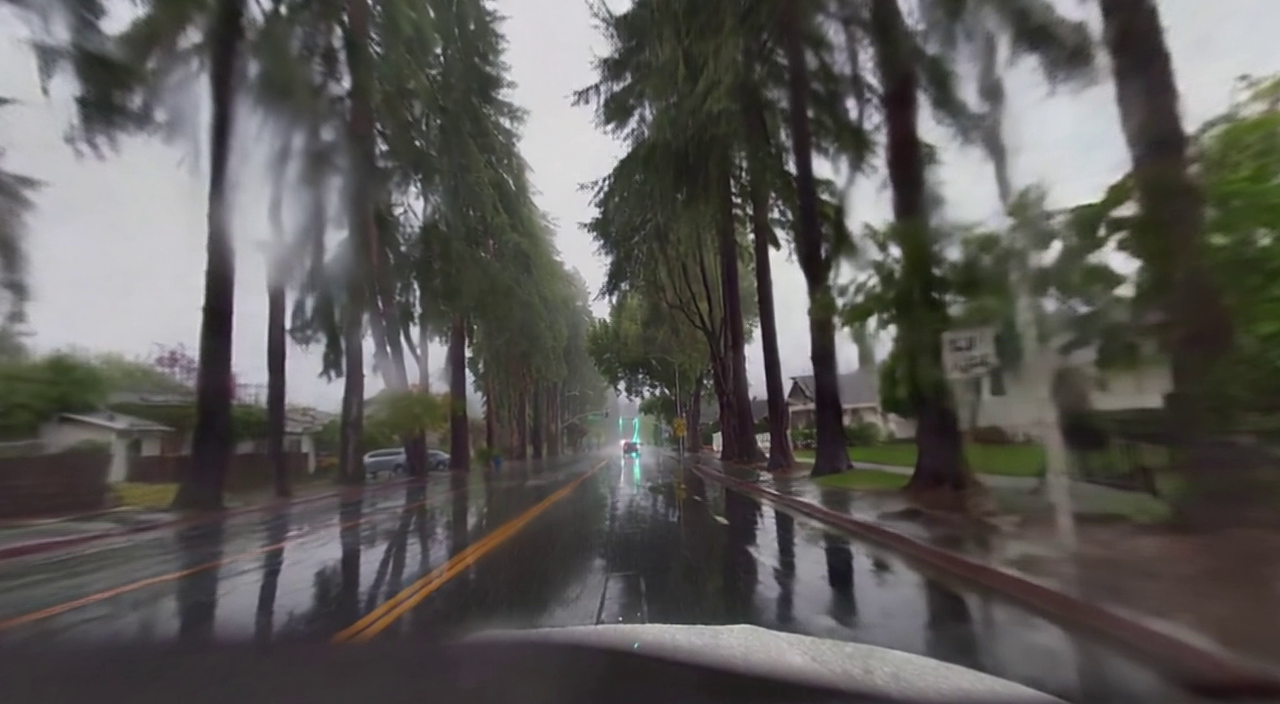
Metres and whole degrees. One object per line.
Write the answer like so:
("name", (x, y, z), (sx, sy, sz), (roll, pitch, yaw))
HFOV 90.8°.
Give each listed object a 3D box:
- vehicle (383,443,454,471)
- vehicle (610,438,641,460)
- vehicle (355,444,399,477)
("vehicle", (-16.395, 7.784, 46.886), (2.043, 1.803, 4.631), (-11, -13, 36))
("vehicle", (-1.074, 6.972, 45.629), (2.104, 1.500, 3.815), (0, -8, -2))
("vehicle", (-17.024, 6.957, 41.082), (2.378, 1.922, 5.801), (2, -8, -21))
